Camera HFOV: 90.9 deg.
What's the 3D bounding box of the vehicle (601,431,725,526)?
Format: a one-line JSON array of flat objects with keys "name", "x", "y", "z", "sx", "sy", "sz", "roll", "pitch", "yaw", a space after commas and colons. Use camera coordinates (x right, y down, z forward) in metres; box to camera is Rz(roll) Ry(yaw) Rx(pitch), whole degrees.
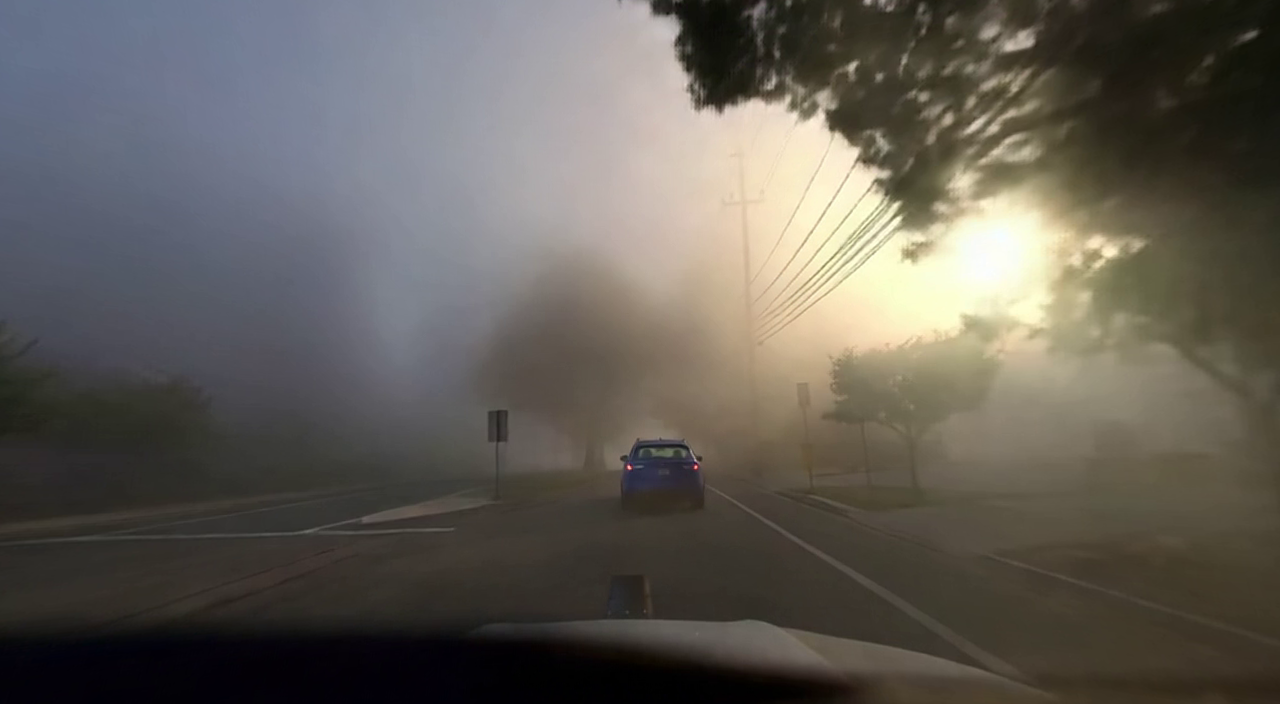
[{"name": "vehicle", "x": 0.408, "y": 2.573, "z": 13.344, "sx": 2.200, "sy": 1.653, "sz": 4.127, "roll": 0, "pitch": -9, "yaw": 0}]
